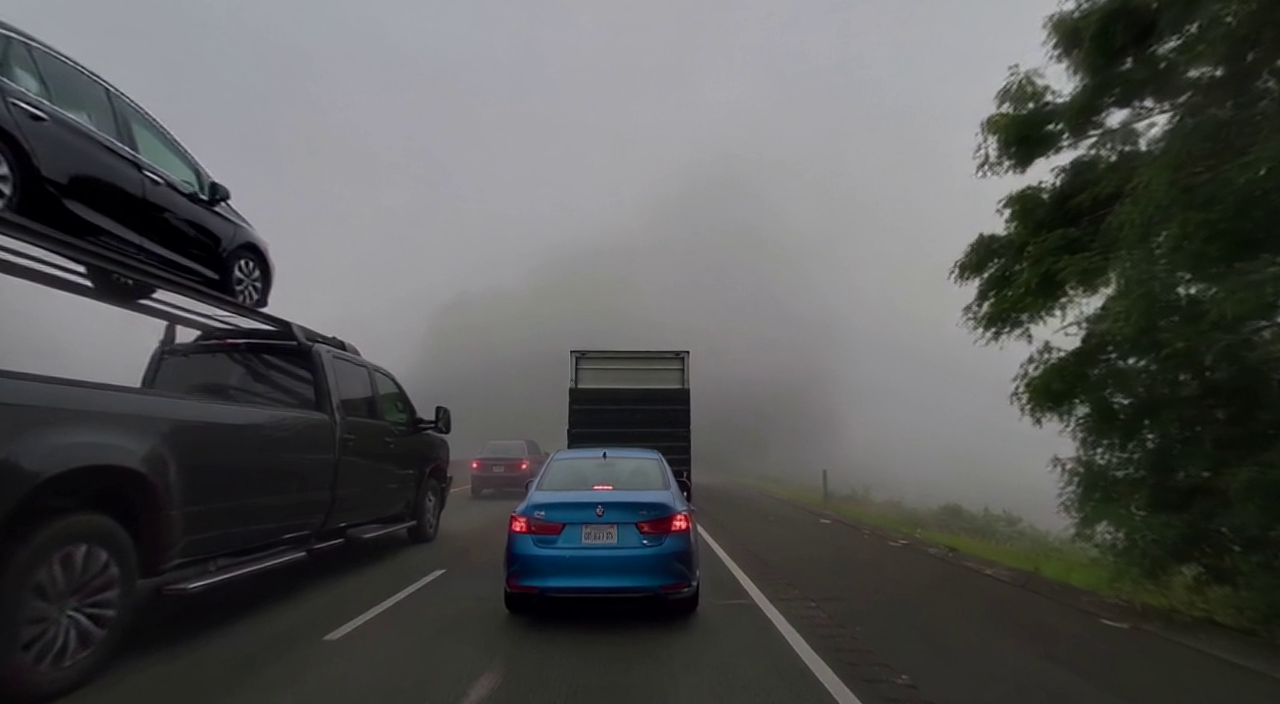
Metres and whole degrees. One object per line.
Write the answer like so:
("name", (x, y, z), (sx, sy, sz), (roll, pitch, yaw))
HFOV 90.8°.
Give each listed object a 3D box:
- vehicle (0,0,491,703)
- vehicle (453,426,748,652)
("vehicle", (-4.591, 0.283, 6.084), (2.836, 4.059, 14.286), (0, -9, 0))
("vehicle", (-0.285, 1.534, 6.049), (1.991, 1.507, 3.391), (0, -9, -1))
